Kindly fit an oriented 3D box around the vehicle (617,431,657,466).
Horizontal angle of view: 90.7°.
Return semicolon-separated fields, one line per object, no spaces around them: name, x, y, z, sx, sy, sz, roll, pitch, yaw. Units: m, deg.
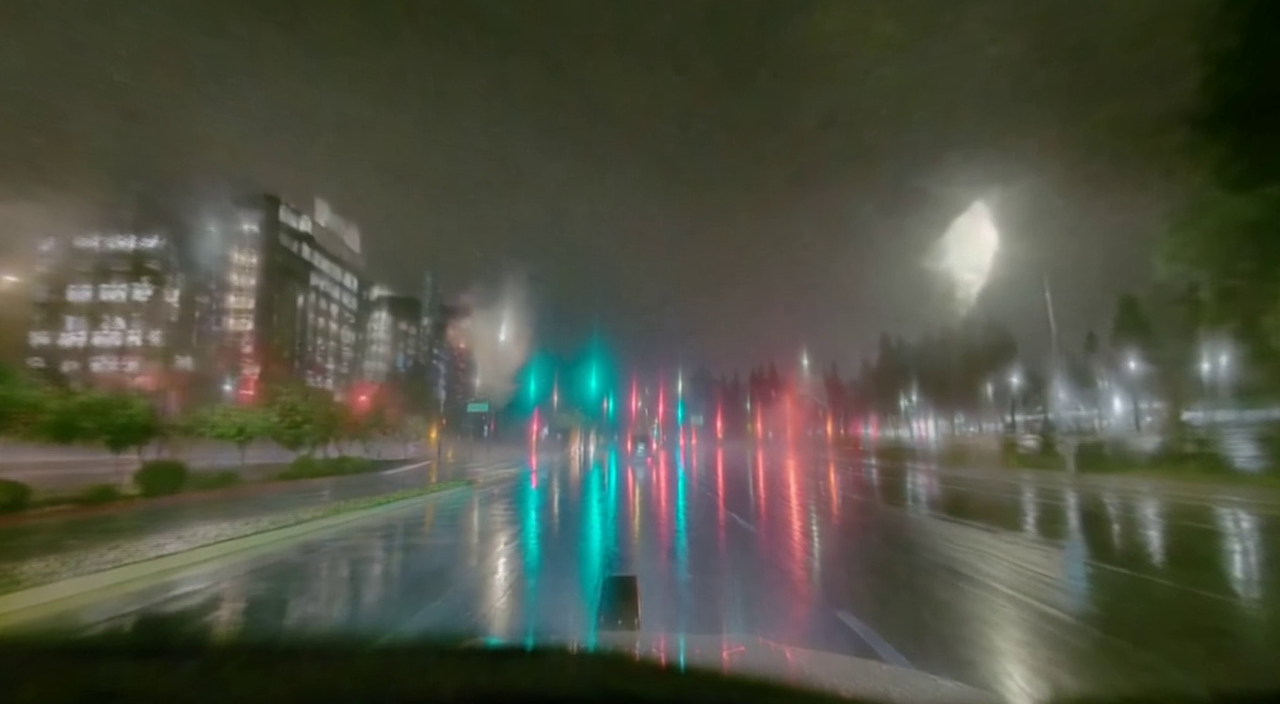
vehicle;-0.169;5.846;38.275;2.267;1.926;4.708;0;-9;0
